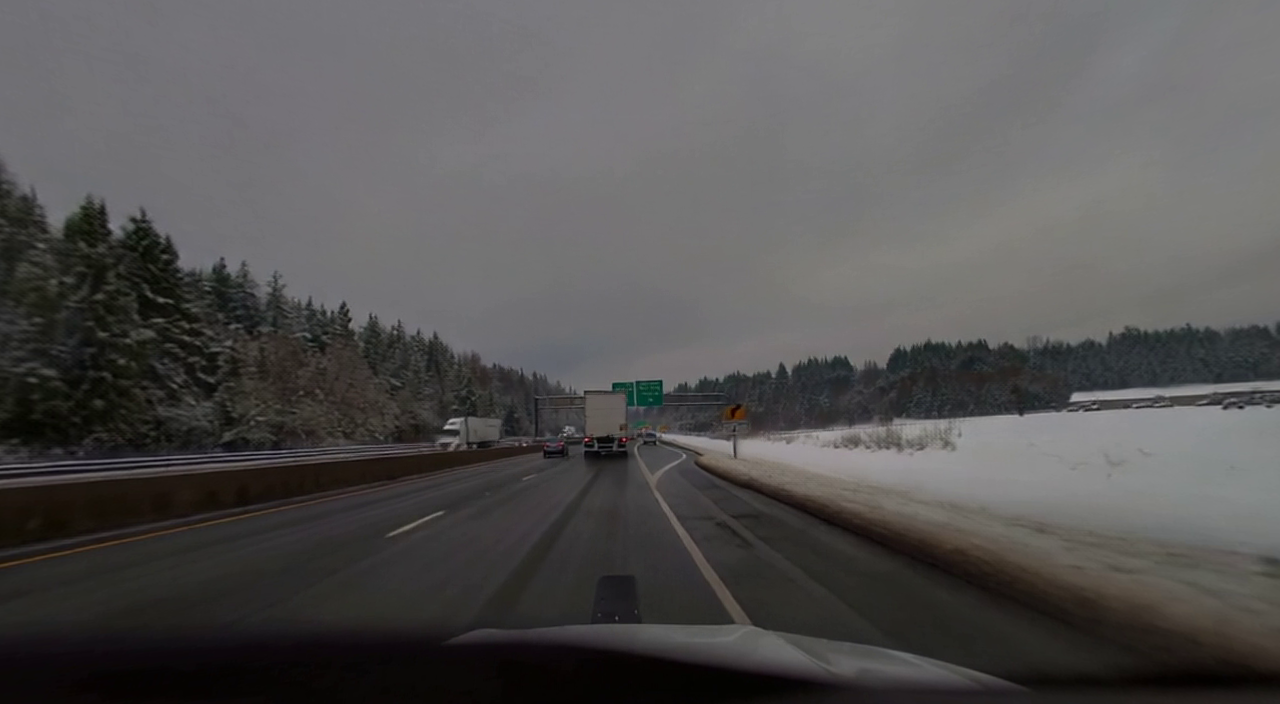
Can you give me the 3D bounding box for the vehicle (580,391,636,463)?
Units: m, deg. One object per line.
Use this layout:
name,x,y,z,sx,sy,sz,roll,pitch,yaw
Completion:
vehicle,-1.790,4.484,37.129,2.855,3.741,8.587,0,-8,-2

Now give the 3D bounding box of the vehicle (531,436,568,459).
vehicle,-6.019,6.422,42.469,1.931,1.479,4.083,0,-8,-1
